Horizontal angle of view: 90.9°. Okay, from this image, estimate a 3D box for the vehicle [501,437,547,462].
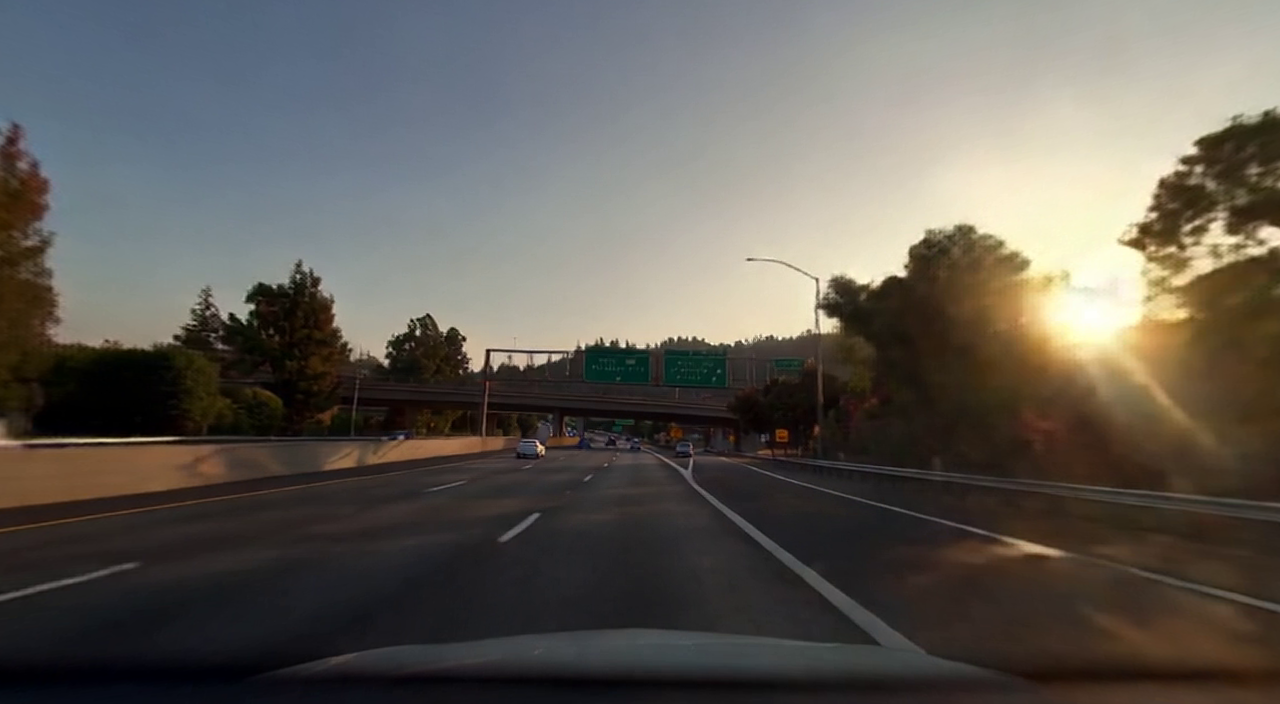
[{"bbox_3d":[-7.393,6.265,40.510,2.025,1.494,4.495,0,-8,1],"label":"vehicle"}]
